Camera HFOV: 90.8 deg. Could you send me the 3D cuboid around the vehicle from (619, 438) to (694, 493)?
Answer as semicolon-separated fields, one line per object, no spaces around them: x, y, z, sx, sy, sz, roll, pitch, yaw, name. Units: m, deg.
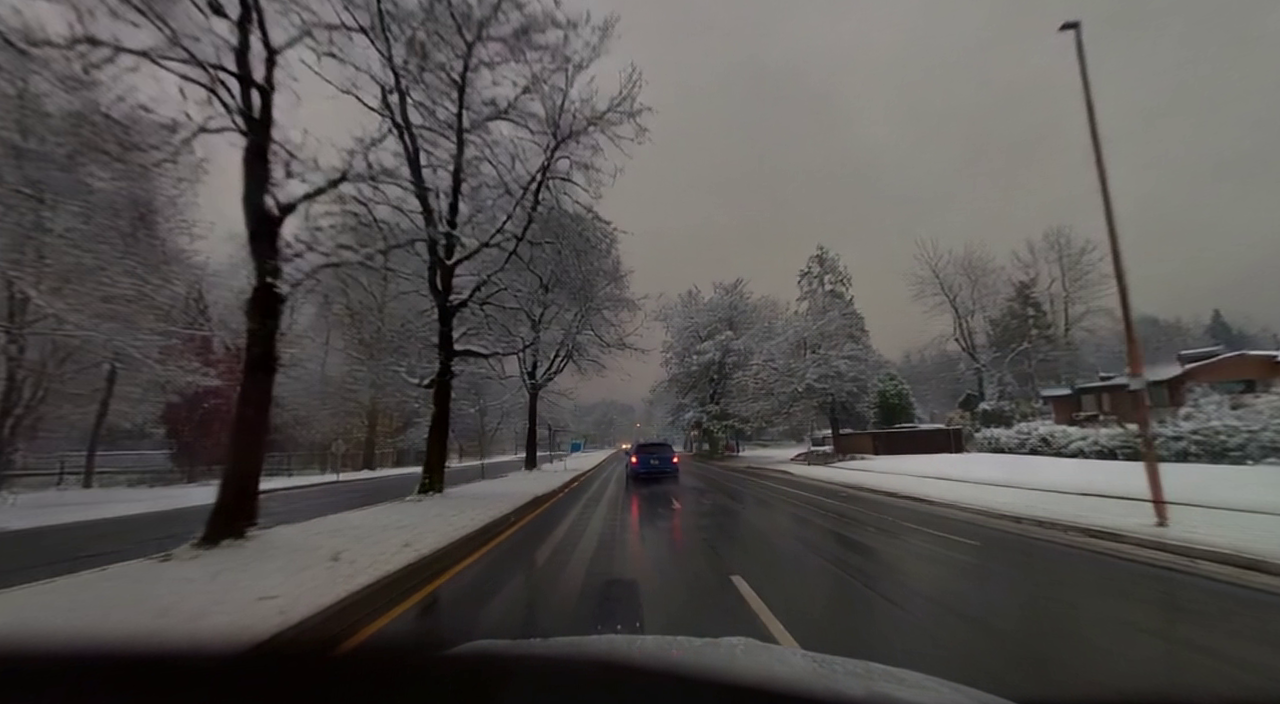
0.393;3.652;20.711;2.066;1.603;4.475;0;-9;-3;vehicle
